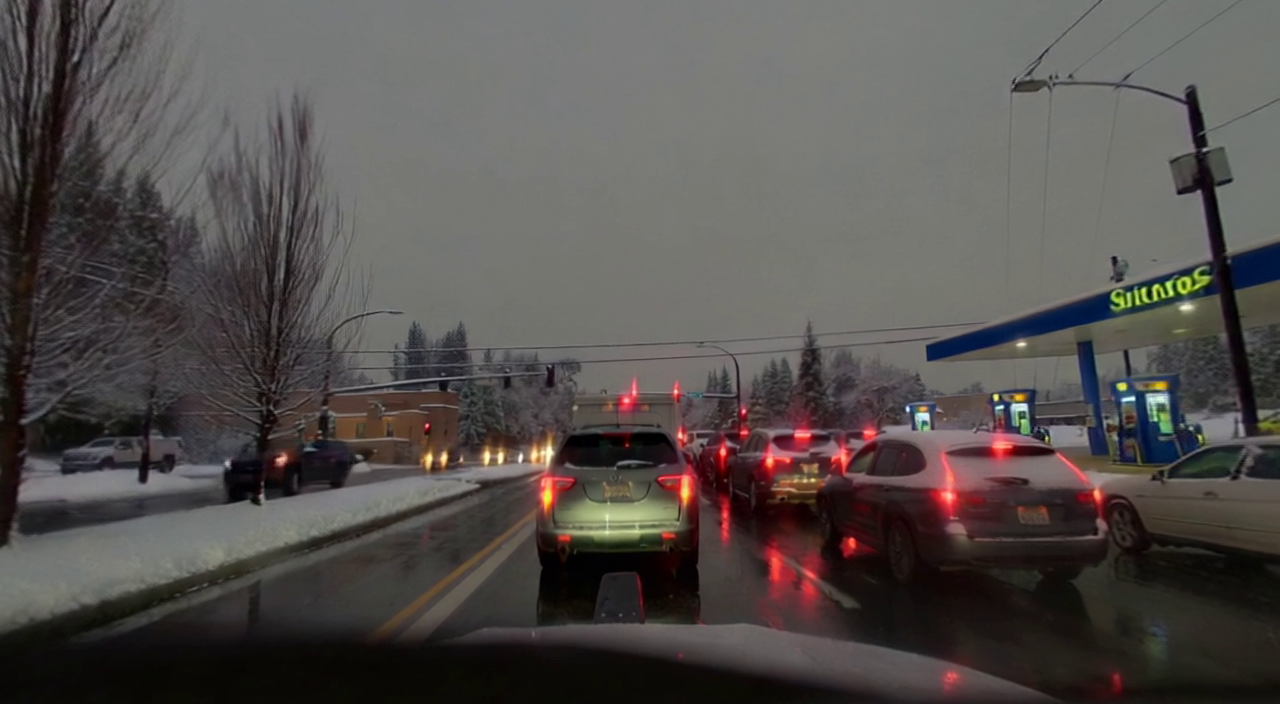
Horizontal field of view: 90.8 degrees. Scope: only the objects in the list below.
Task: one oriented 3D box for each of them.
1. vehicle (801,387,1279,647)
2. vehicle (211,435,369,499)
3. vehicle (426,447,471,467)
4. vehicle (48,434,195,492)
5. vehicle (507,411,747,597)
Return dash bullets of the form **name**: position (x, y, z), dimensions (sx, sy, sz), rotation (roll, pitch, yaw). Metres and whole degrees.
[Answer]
- **vehicle**: position (3.362, 1.419, 6.480), dimensions (2.056, 1.700, 4.399), rotation (0, -9, -3)
- **vehicle**: position (-10.978, 3.637, 20.396), dimensions (2.190, 1.778, 5.033), rotation (0, -9, 0)
- **vehicle**: position (-14.738, 8.080, 48.828), dimensions (2.011, 1.465, 4.528), rotation (-1, -9, 1)
- **vehicle**: position (-26.953, 5.769, 33.299), dimensions (2.571, 2.711, 6.027), rotation (0, -9, -1)
- **vehicle**: position (-0.156, 1.616, 7.492), dimensions (2.106, 1.613, 3.697), rotation (0, -9, -1)
